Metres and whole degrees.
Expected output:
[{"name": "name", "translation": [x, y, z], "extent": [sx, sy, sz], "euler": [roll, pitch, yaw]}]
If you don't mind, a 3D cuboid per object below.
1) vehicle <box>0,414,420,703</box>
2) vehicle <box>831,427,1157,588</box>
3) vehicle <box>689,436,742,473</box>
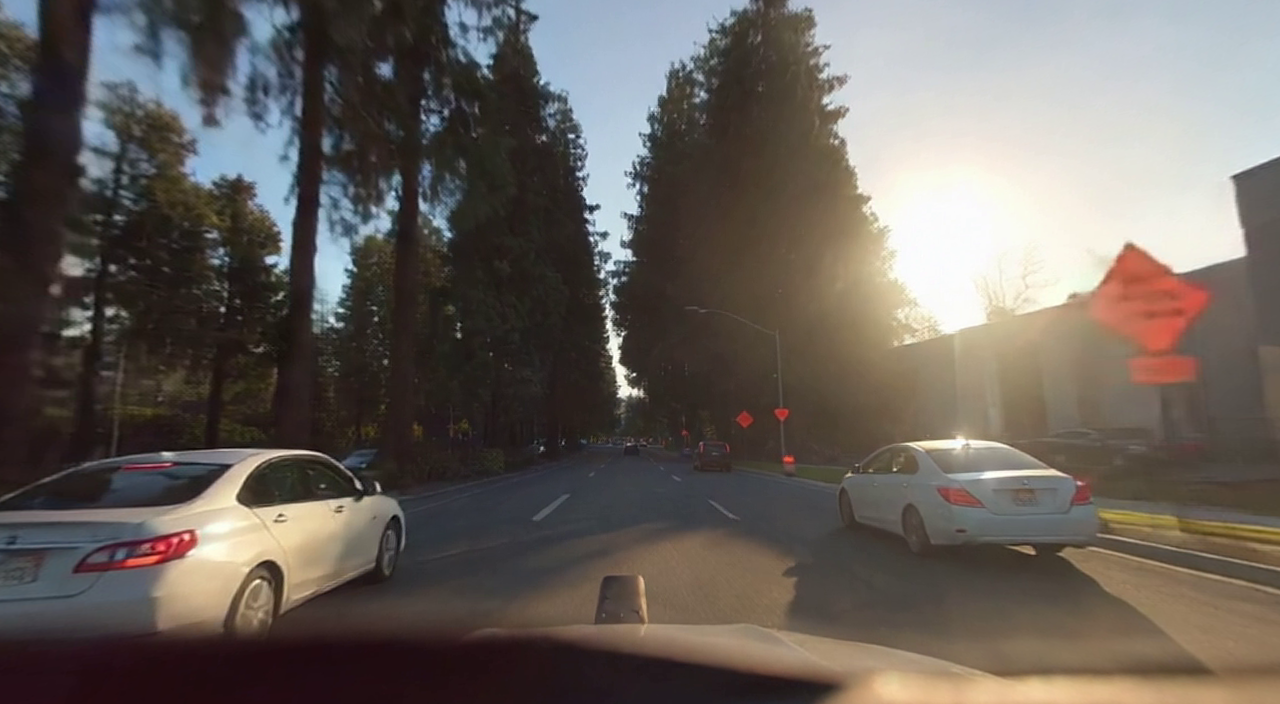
[{"name": "vehicle", "translation": [-3.464, 1.345, 5.004], "extent": [2.020, 1.474, 4.098], "euler": [0, -9, -1]}, {"name": "vehicle", "translation": [3.924, 1.755, 7.897], "extent": [1.827, 1.491, 3.743], "euler": [0, -9, -1]}, {"name": "vehicle", "translation": [3.974, 5.519, 34.141], "extent": [2.159, 1.793, 4.735], "euler": [0, -9, -1]}]
